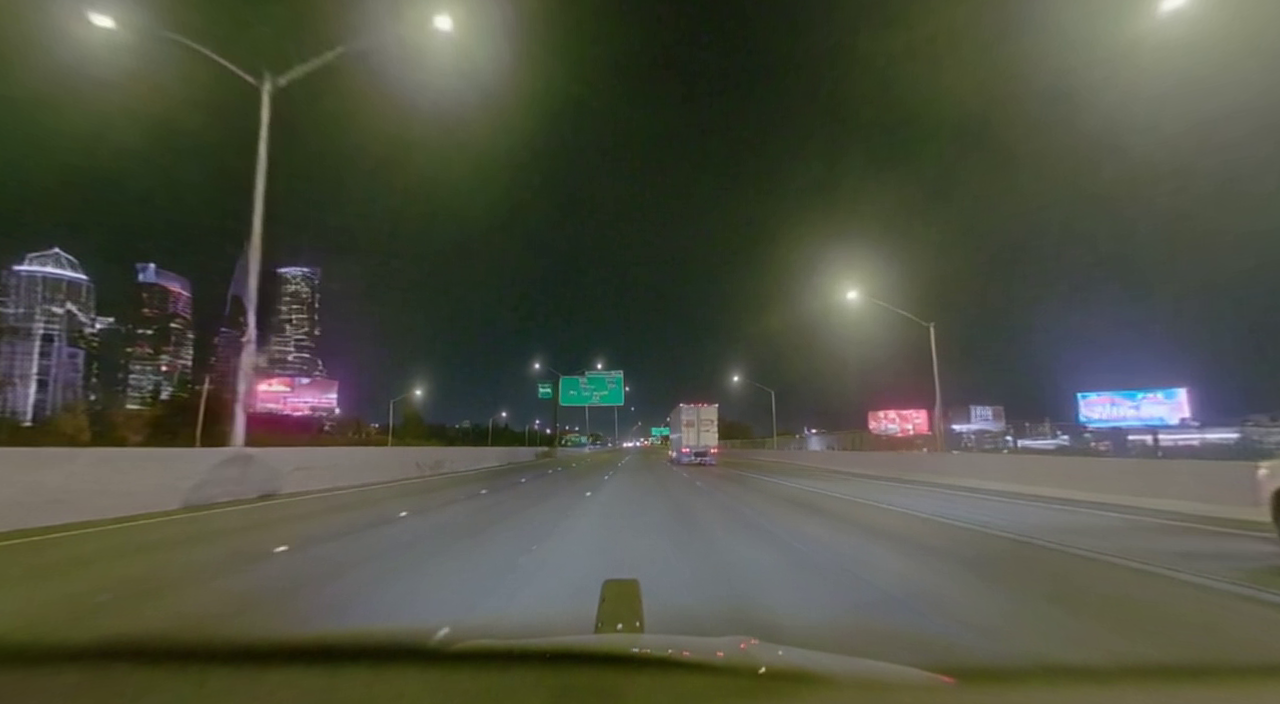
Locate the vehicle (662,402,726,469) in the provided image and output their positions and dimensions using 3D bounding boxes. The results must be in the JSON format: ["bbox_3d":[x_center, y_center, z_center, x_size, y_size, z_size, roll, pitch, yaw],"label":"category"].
[{"bbox_3d":[3.724,6.552,48.212,3.247,4.224,15.996,0,-9,-1],"label":"vehicle"}]
